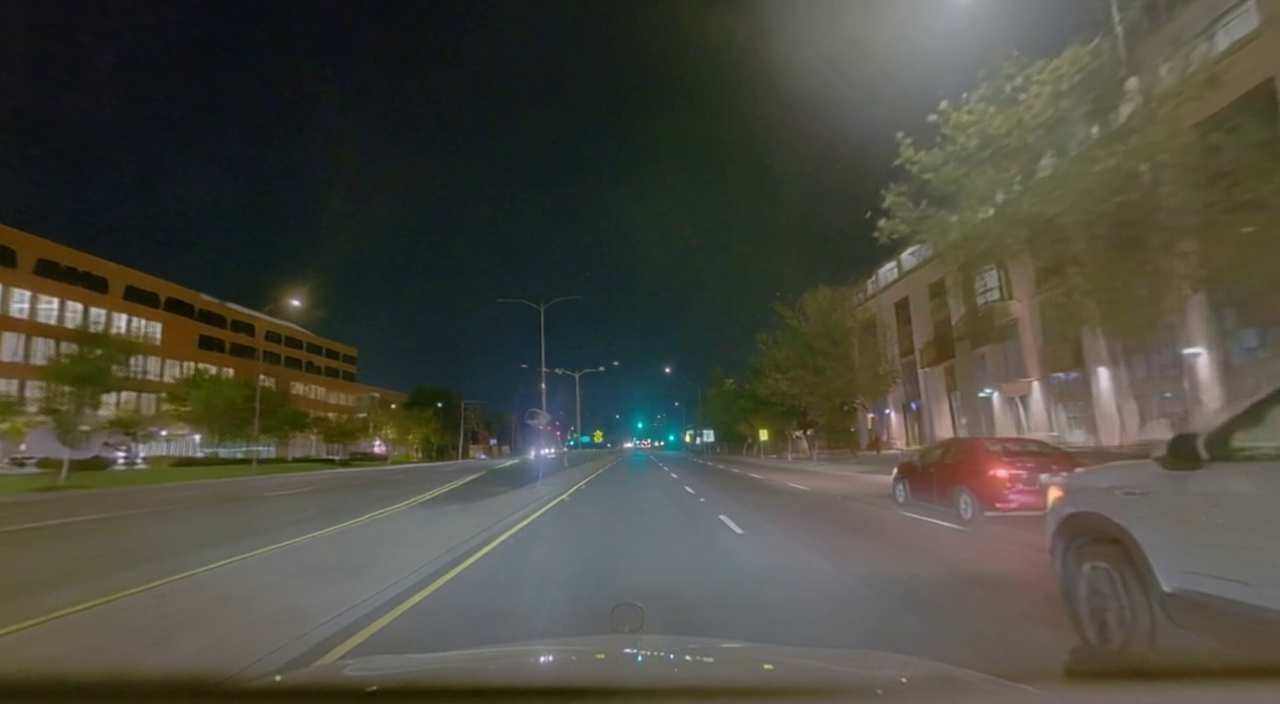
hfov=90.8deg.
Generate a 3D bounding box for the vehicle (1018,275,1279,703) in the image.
[{"bbox_3d":[3.809,0.545,1.579,2.505,1.971,5.162,0,-9,0],"label":"vehicle"}]

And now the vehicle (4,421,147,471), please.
[{"bbox_3d":[-34.845,5.817,39.200,6.180,2.962,2.395,0,-9,-4],"label":"vehicle"}]
